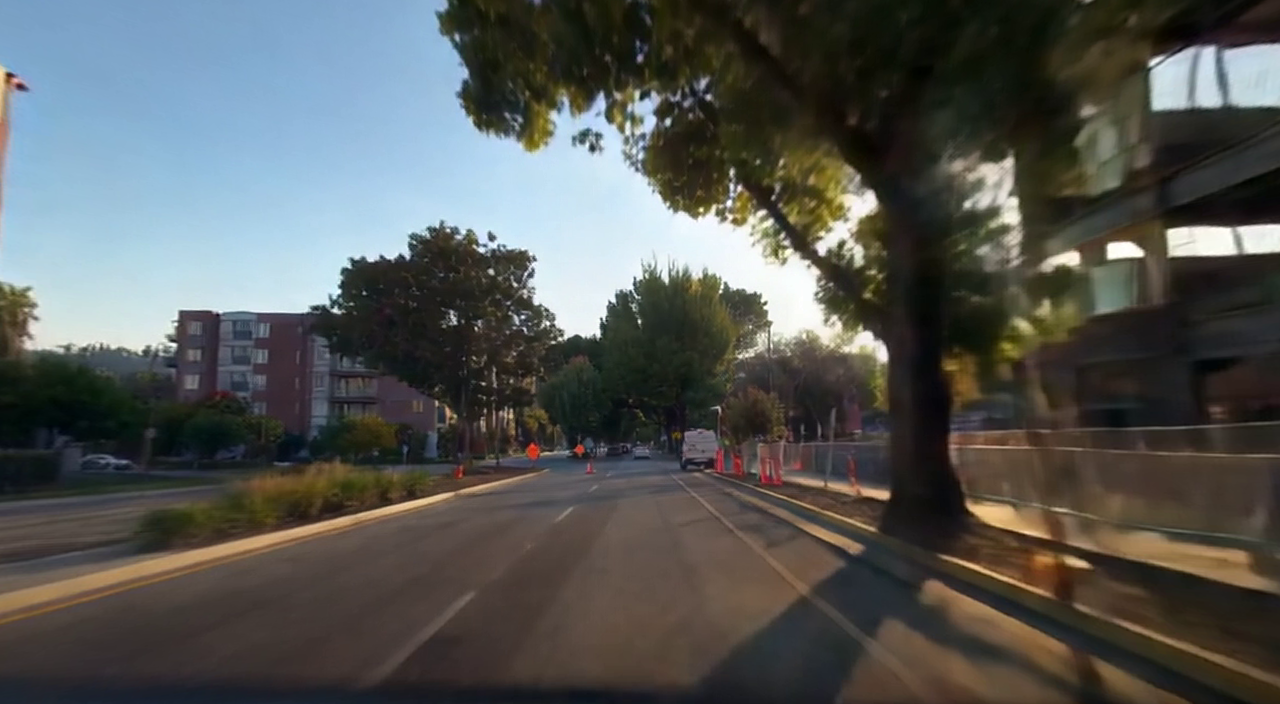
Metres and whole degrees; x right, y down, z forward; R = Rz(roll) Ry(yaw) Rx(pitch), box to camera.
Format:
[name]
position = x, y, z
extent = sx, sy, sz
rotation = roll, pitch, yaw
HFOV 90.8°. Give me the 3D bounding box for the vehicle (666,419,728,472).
[vehicle]
position = 3.061, 5.113, 34.694
extent = 2.849, 2.686, 3.176
rotation = -1, -8, -4
